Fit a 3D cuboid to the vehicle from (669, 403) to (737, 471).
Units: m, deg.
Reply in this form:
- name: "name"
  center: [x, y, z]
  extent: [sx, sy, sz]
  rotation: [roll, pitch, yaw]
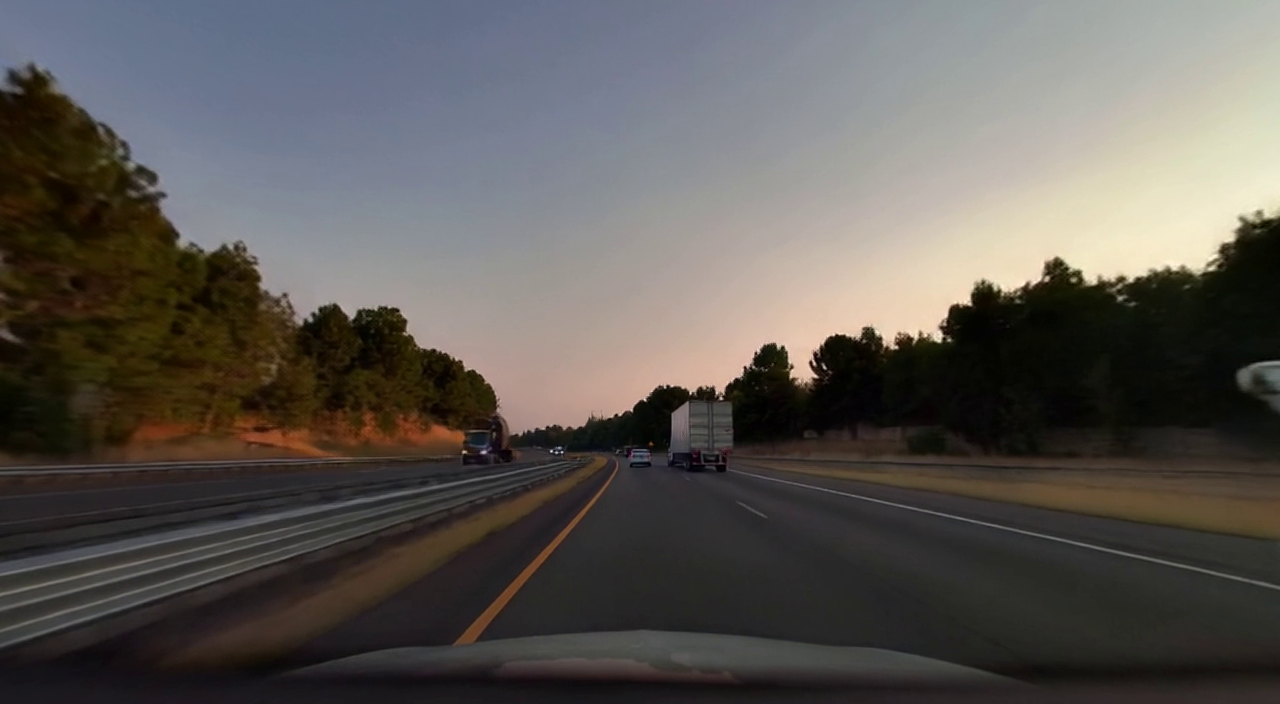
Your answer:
- name: "vehicle"
  center: [4.090, 6.192, 44.923]
  extent: [2.883, 4.057, 14.579]
  rotation: [0, -9, -2]

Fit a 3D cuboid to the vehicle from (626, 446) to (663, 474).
- name: "vehicle"
  center: [0.210, 6.373, 37.439]
  extent: [2.051, 1.513, 4.511]
  rotation: [0, -9, -1]
